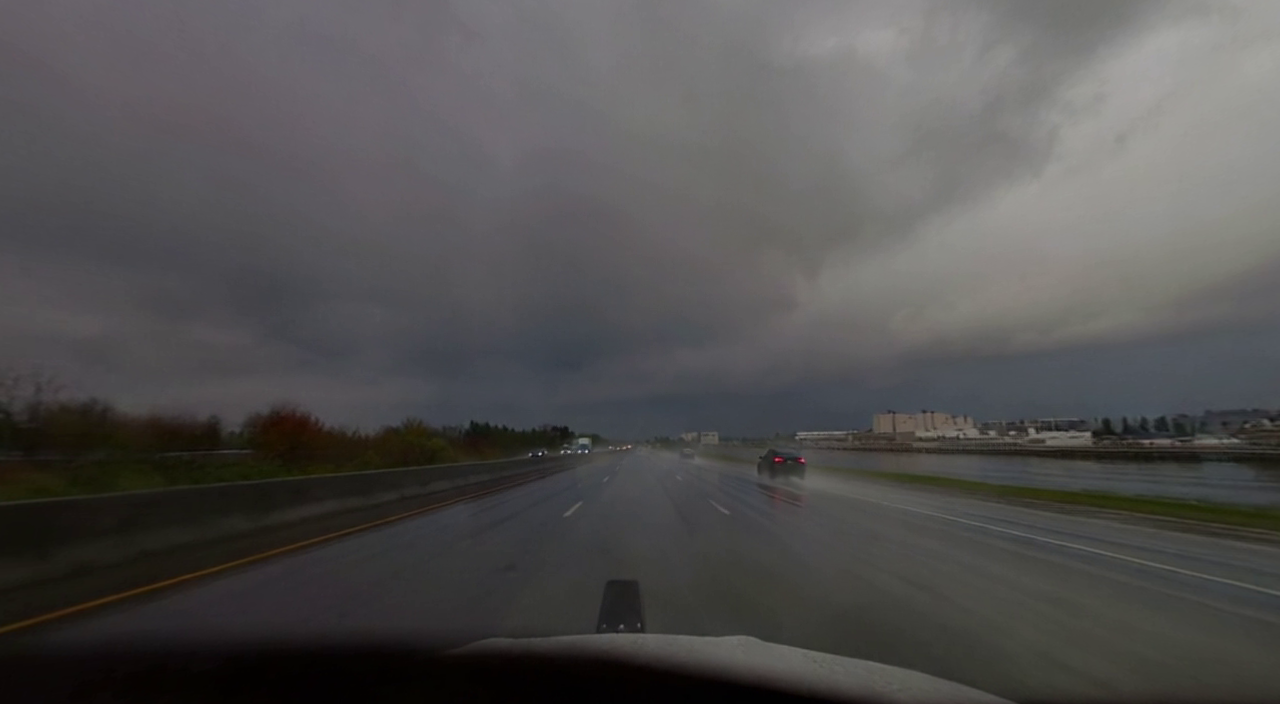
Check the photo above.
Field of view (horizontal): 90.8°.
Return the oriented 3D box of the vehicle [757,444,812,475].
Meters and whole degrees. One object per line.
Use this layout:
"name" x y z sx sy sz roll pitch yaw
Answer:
"vehicle" 7.650 5.720 33.706 1.923 1.516 3.815 0 -9 -2
